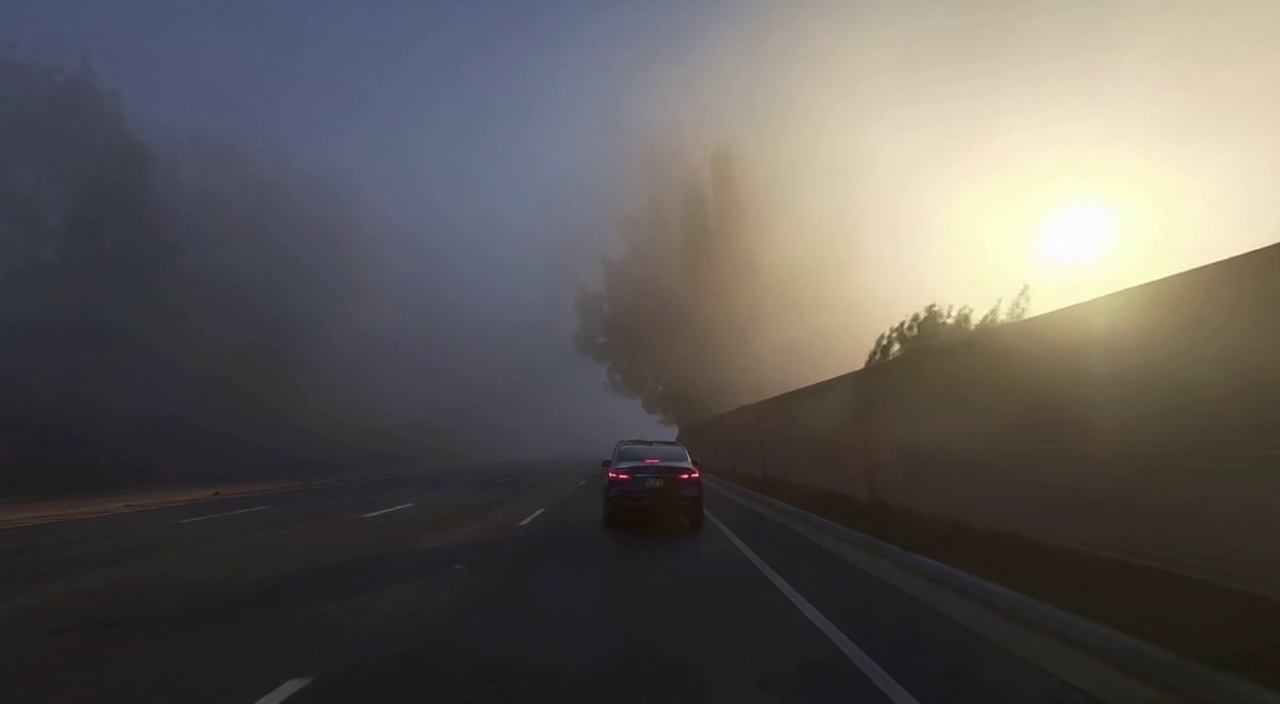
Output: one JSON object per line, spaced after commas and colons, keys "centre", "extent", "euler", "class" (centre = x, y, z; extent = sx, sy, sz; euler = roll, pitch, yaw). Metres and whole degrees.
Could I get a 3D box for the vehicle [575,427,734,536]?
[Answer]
{"centre": [0.176, 2.126, 11.005], "extent": [2.205, 1.509, 4.272], "euler": [0, -8, -1], "class": "vehicle"}
